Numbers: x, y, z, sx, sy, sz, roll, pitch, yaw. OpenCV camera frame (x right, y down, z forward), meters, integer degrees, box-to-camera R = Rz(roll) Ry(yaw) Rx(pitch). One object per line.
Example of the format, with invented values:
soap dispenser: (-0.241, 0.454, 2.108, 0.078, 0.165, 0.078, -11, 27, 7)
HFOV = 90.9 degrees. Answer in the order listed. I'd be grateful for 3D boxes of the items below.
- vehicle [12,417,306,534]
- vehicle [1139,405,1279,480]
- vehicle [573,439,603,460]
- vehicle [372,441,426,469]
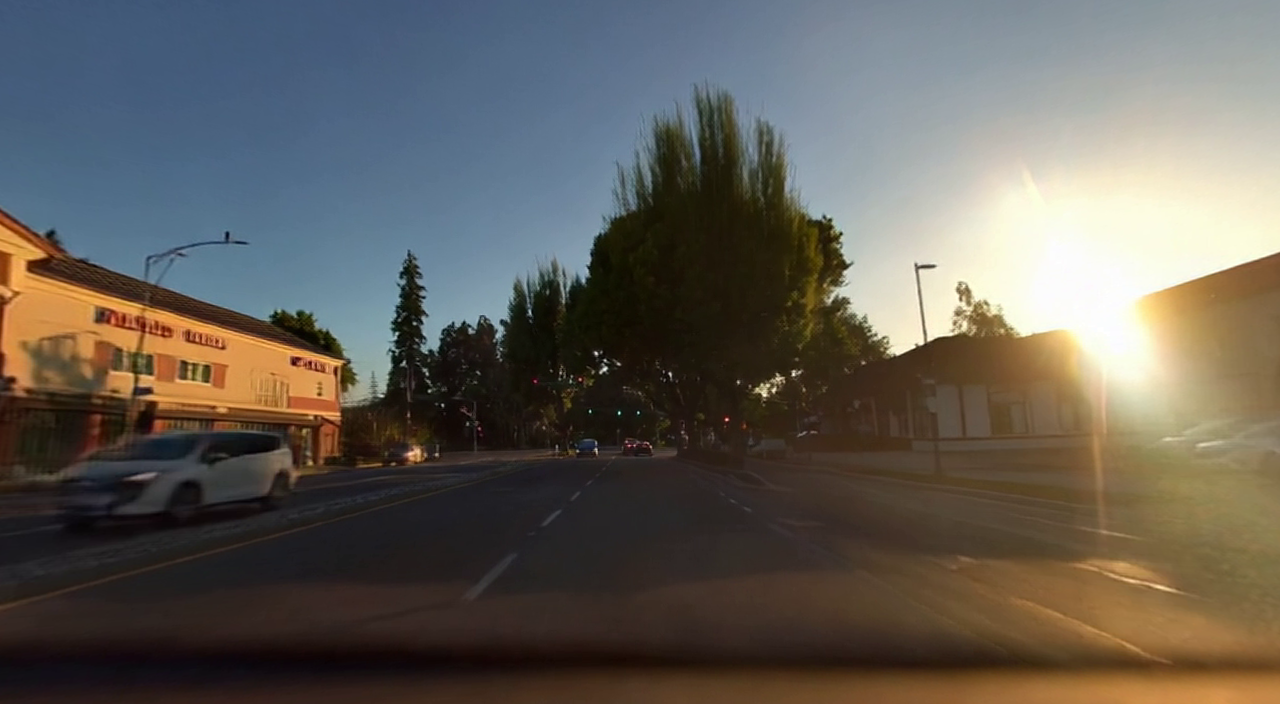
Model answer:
vehicle: (-8.661, 2.240, 12.072, 2.149, 1.793, 4.468, 0, -8, -2)
vehicle: (17.364, 2.496, 17.500, 5.117, 1.933, 2.035, -1, -8, 3)
vehicle: (-3.882, 7.286, 47.319, 1.942, 1.497, 4.561, 0, -8, -1)
vehicle: (-15.691, 6.704, 41.350, 1.834, 1.694, 4.405, 0, -8, 0)
